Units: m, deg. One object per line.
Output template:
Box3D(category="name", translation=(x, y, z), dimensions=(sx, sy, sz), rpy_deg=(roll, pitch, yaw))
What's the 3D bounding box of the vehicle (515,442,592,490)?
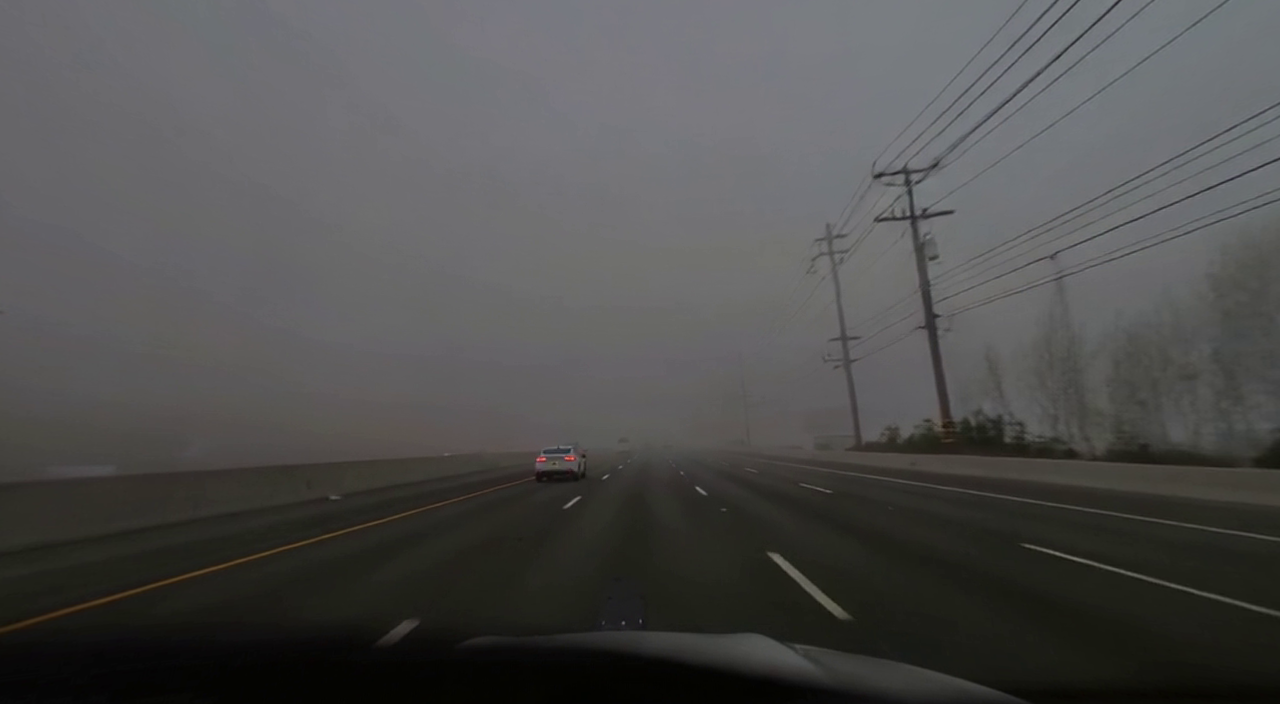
Box3D(category="vehicle", translation=(-2.797, 3.776, 21.227), dimensions=(1.891, 1.444, 3.968), rpy_deg=(-1, -8, 2))
